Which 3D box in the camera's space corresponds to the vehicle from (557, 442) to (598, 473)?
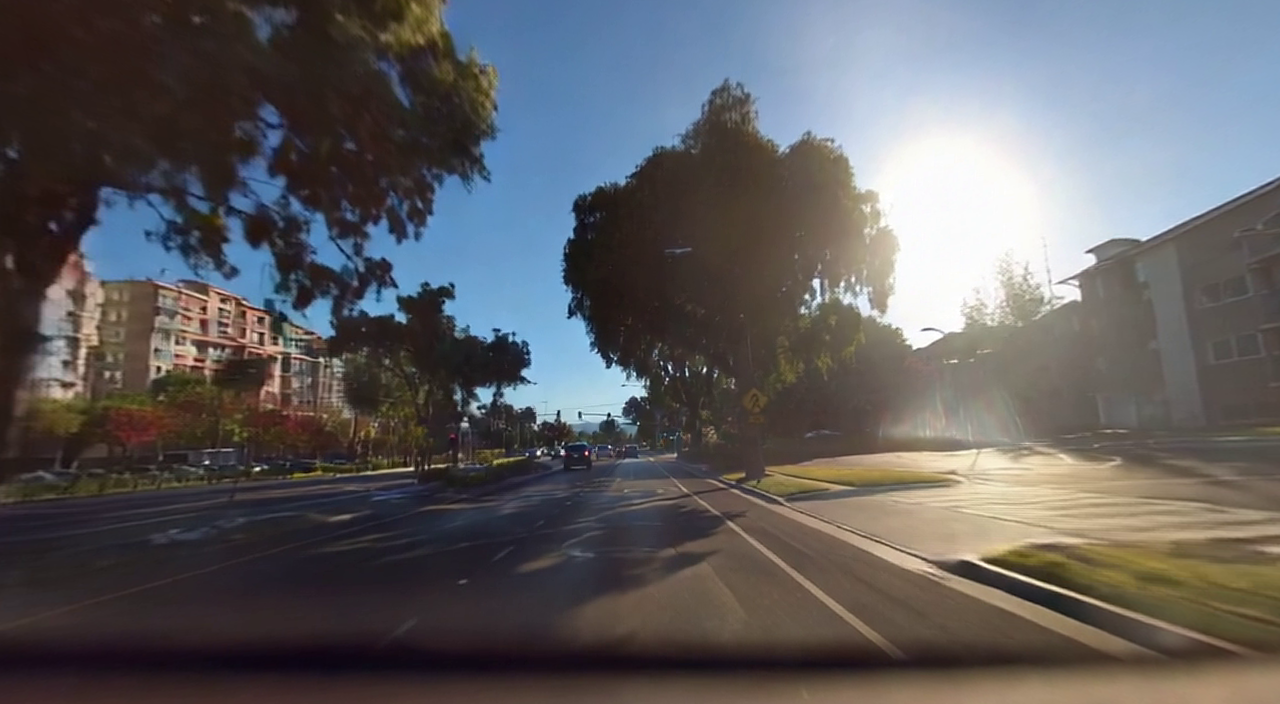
[{"bbox_3d":[-3.607,6.176,37.178,1.959,1.741,4.141,0,-9,1],"label":"vehicle"}]
